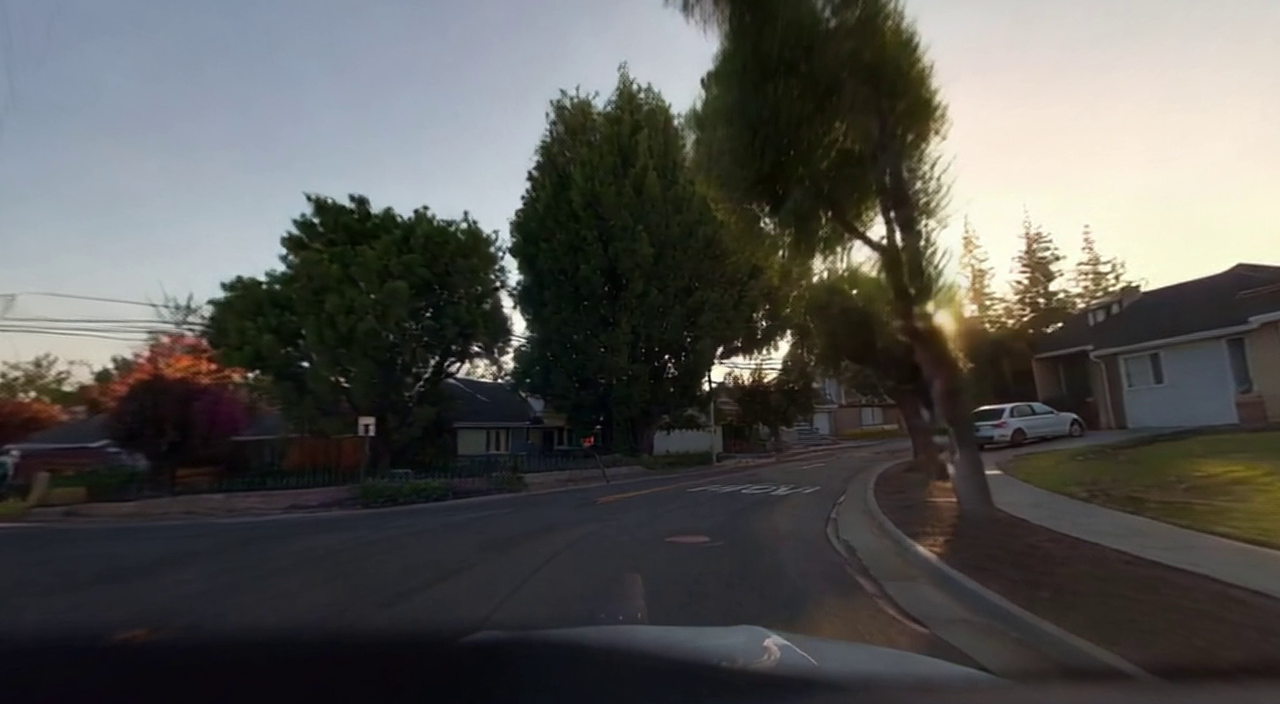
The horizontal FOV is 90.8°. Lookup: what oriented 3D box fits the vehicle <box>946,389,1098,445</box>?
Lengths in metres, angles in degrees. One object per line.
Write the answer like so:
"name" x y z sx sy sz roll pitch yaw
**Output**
"vehicle" 16.053 2.856 26.774 5.011 2.014 2.056 -9 -13 42
